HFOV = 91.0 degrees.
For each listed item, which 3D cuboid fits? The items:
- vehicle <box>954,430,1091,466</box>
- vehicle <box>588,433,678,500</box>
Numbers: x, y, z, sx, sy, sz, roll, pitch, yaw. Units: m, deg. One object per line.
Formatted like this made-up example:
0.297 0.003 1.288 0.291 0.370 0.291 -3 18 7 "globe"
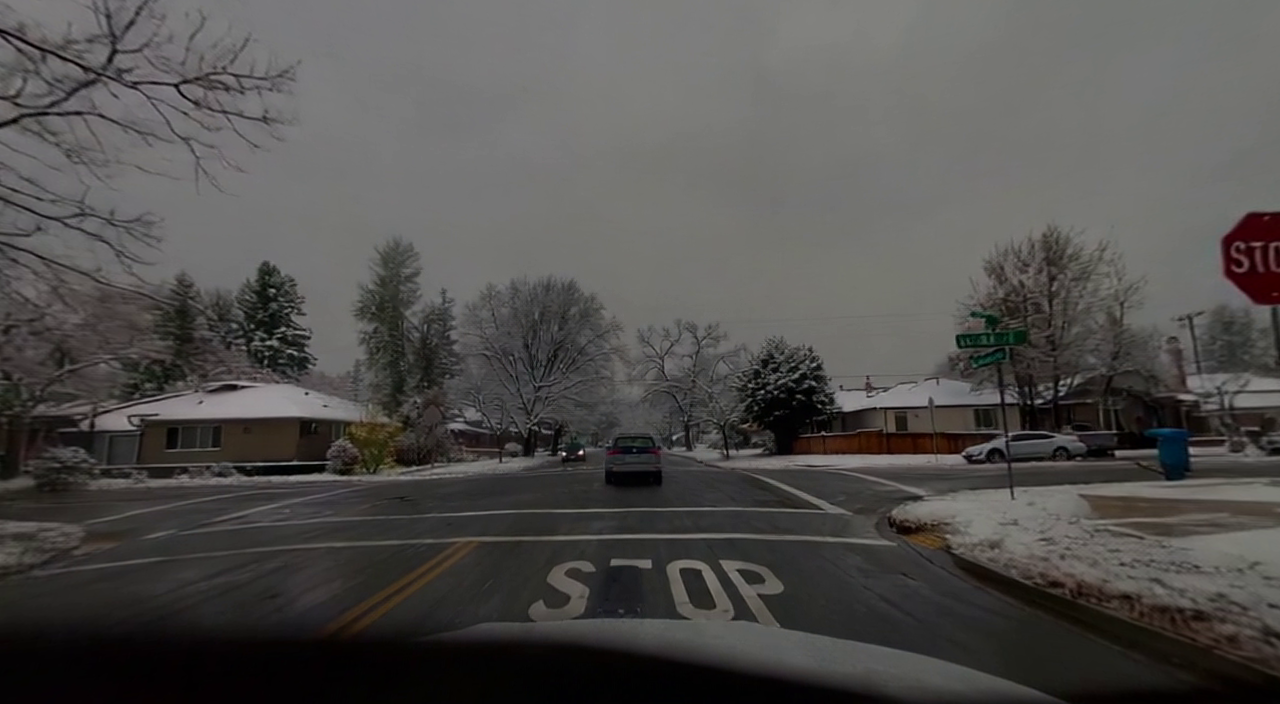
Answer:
16.673 4.205 27.596 4.748 1.488 2.029 1 -9 -3 "vehicle"
-0.262 2.921 16.475 2.043 1.484 4.340 1 -9 -3 "vehicle"
